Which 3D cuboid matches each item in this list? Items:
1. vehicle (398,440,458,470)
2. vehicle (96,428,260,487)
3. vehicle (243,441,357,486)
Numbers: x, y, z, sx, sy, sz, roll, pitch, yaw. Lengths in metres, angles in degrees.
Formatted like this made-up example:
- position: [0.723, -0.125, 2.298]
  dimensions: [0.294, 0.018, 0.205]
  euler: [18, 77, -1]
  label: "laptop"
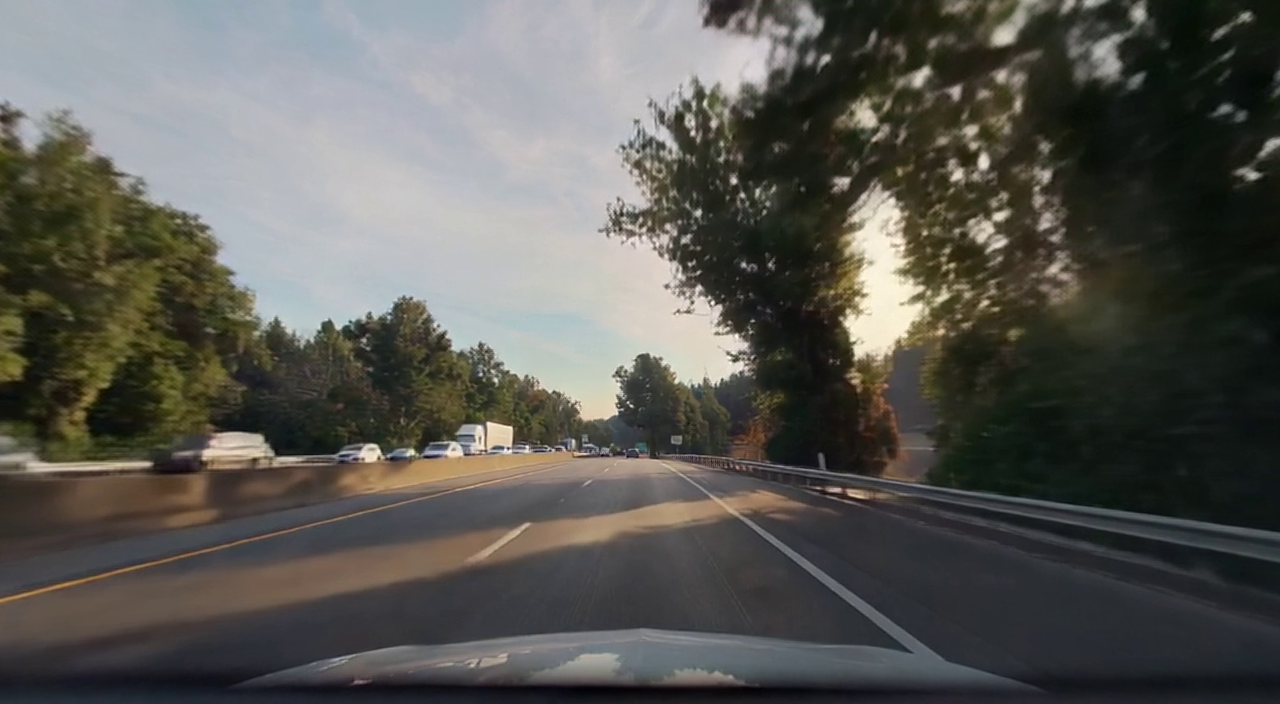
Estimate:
- position: [-12.827, 6.261, 38.429]
  dimensions: [2.007, 1.684, 4.613]
  euler: [0, -9, 0]
  label: "vehicle"
- position: [-16.872, 3.896, 23.510]
  dimensions: [2.077, 1.953, 5.305]
  euler: [0, -9, 0]
  label: "vehicle"
- position: [-12.431, 4.085, 23.386]
  dimensions: [1.887, 1.507, 4.030]
  euler: [0, -9, 1]
  label: "vehicle"
